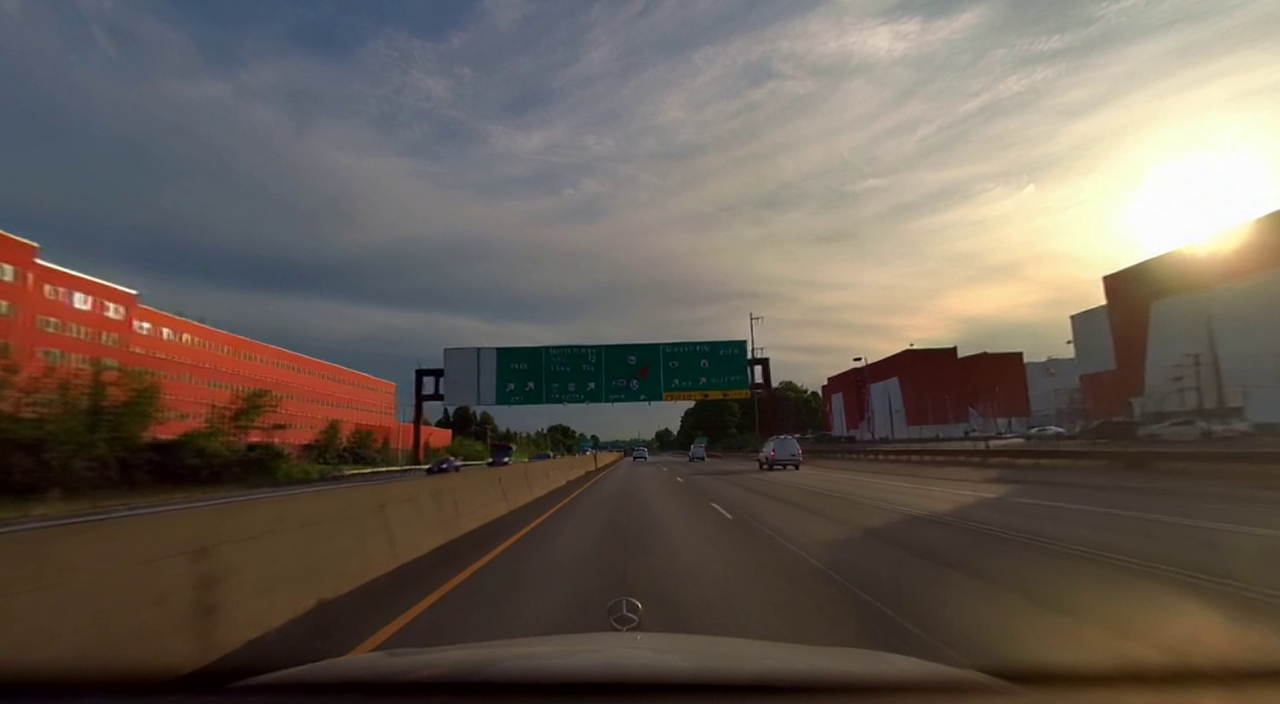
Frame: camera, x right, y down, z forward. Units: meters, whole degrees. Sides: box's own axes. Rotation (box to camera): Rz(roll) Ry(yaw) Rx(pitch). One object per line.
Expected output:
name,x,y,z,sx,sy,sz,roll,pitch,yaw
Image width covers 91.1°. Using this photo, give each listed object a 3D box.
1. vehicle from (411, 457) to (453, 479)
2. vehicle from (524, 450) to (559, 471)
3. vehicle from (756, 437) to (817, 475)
vehicle,-15.931,8.874,48.347,1.862,1.517,4.136,0,-9,0
vehicle,-7.545,8.351,48.690,1.971,1.520,4.310,-1,-9,1
vehicle,8.017,5.757,34.980,2.156,1.943,5.010,0,-9,0
